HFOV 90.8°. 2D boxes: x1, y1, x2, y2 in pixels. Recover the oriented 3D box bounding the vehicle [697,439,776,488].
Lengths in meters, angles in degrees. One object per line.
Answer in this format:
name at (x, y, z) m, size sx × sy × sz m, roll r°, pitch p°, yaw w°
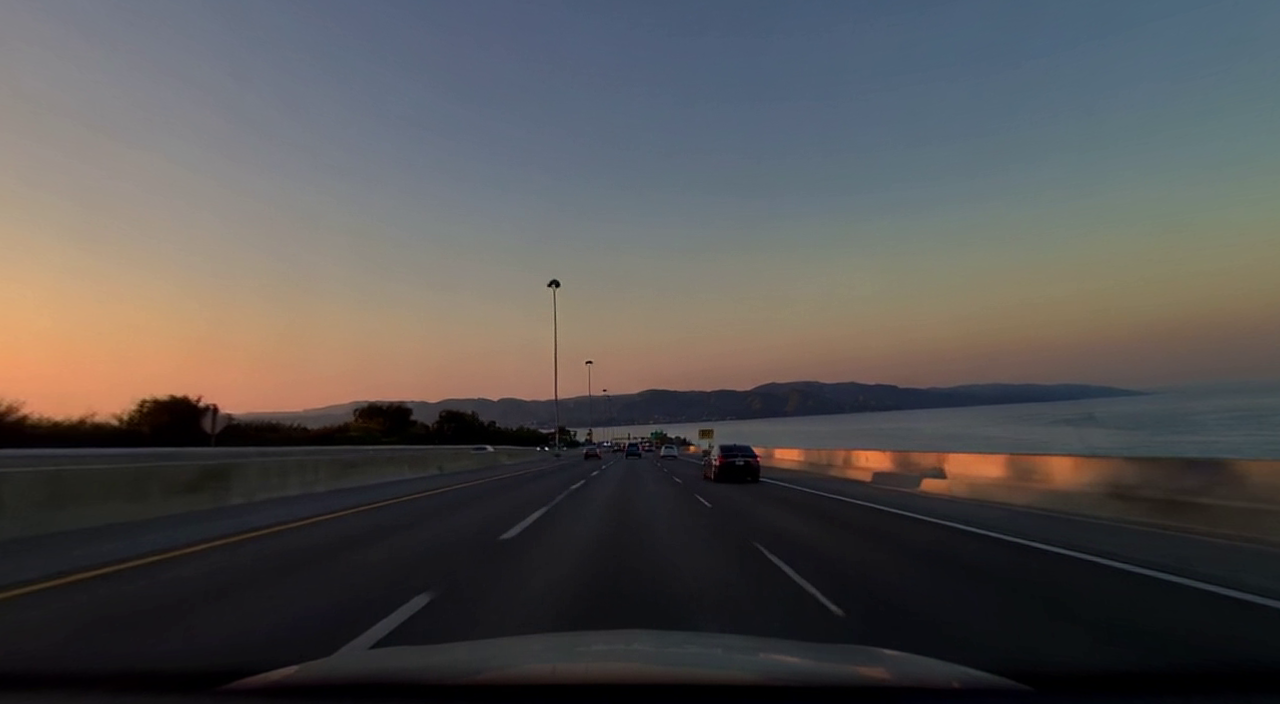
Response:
vehicle at (3.153, 3.753, 21.614) m, size 1.890 × 1.490 × 4.373 m, roll 0°, pitch -8°, yaw -2°
